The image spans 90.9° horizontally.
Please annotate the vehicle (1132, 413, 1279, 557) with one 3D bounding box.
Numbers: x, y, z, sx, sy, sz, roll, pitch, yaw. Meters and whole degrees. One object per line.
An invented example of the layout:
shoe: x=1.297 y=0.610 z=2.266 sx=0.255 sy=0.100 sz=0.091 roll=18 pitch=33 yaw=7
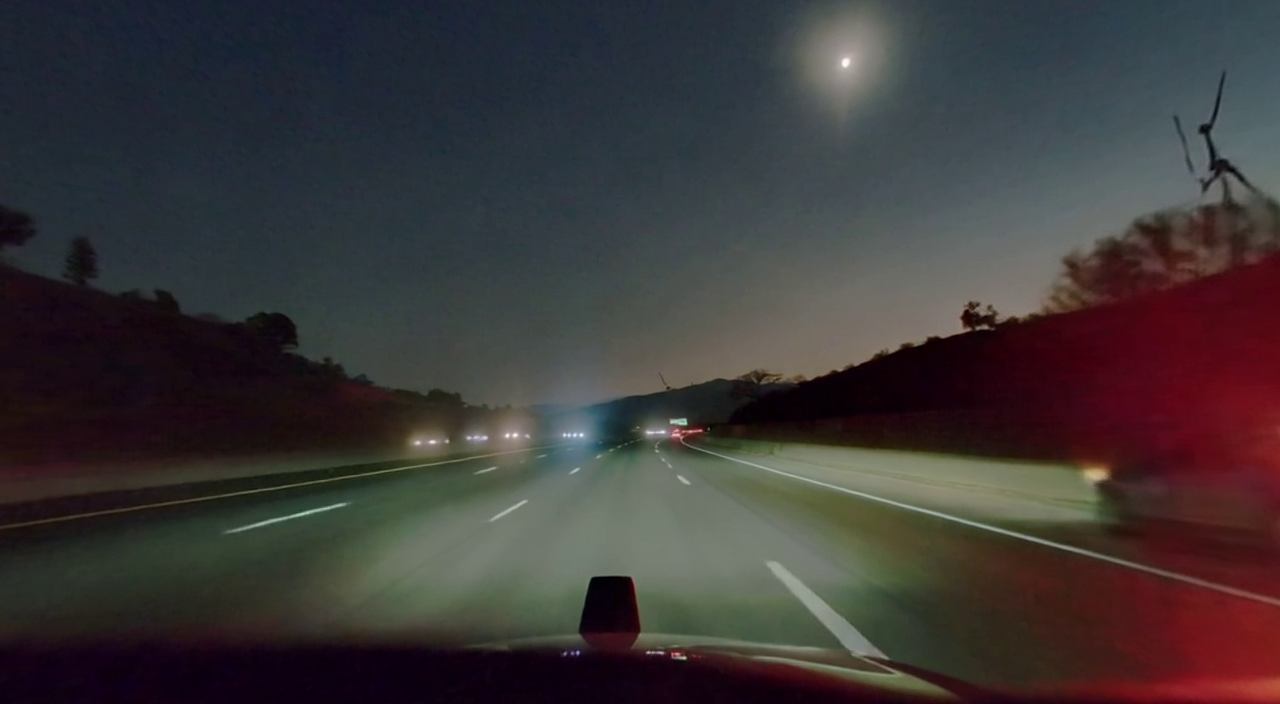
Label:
vehicle: x=7.934 y=1.497 z=7.242 sx=1.926 sy=1.559 sz=2.968 roll=1 pitch=-8 yaw=-7
